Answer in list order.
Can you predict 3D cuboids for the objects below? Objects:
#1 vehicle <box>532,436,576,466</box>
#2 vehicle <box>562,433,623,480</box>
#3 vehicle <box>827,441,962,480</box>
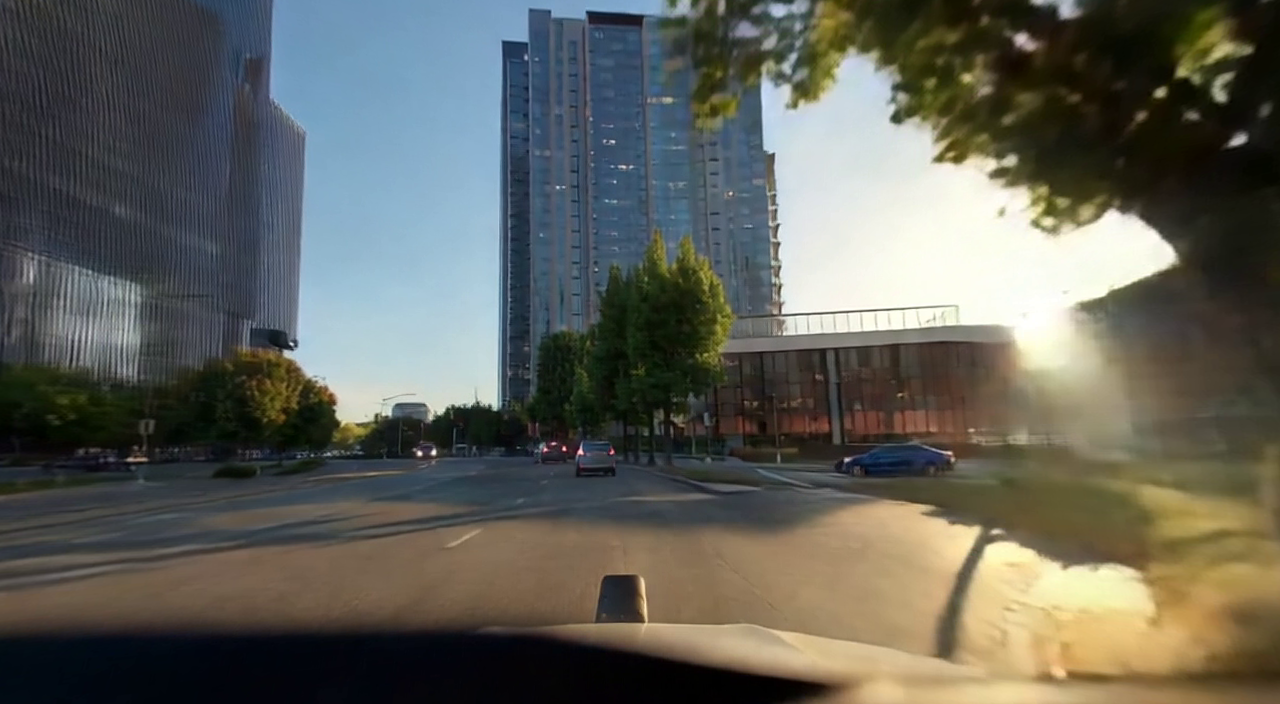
[{"bbox_3d":[-5.374,6.089,38.993,2.121,1.728,4.161,2,-9,-15],"label":"vehicle"},{"bbox_3d":[-1.865,4.064,24.818,2.183,1.675,4.319,1,-8,-4],"label":"vehicle"},{"bbox_3d":[10.295,4.419,25.819,4.645,1.505,2.100,-1,-8,5],"label":"vehicle"}]
